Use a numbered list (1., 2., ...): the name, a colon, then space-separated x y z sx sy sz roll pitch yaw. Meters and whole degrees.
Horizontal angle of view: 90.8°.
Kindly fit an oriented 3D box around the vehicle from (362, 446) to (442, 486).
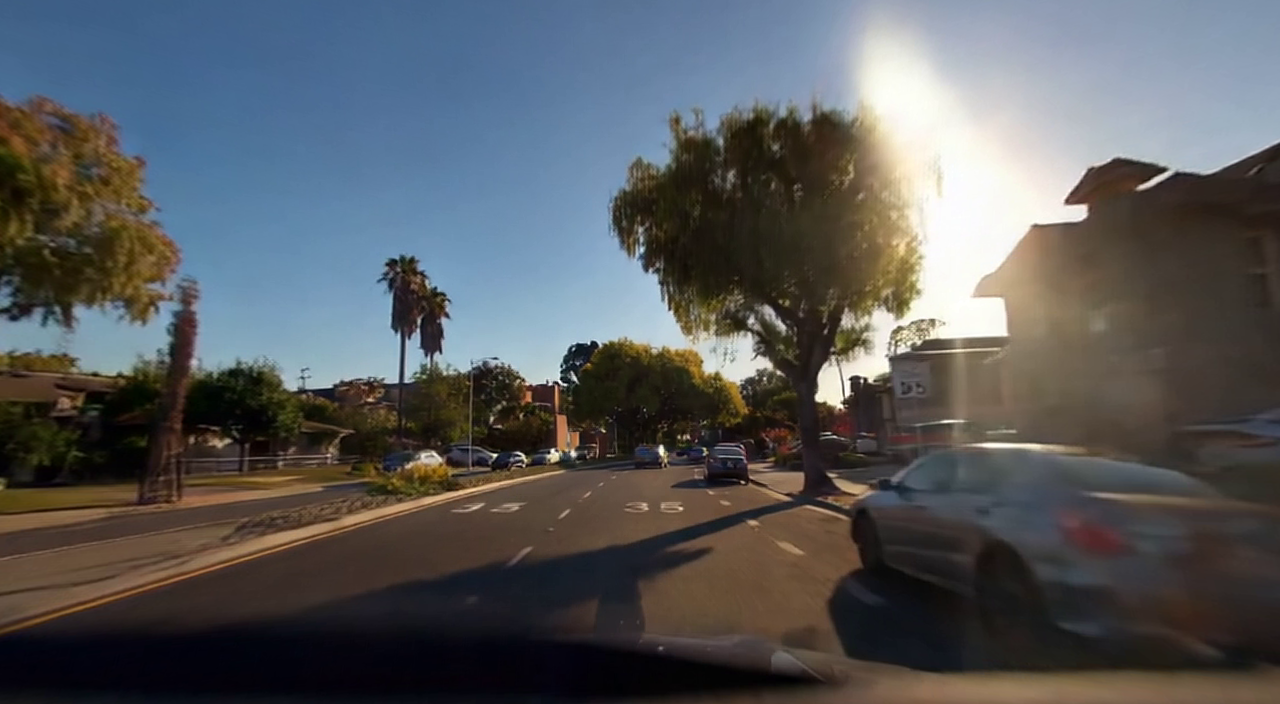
1. vehicle: -12.897 6.227 34.689 2.131 1.902 4.924 -3 -10 5

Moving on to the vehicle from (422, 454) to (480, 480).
1. vehicle: -12.162 7.415 40.996 1.866 1.501 4.681 -1 -9 7

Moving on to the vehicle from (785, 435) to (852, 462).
1. vehicle: 13.245 7.211 47.016 4.557 1.795 1.986 -5 -10 16

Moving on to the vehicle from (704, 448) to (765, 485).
1. vehicle: 3.900 4.800 26.805 2.037 1.425 4.621 0 -9 2

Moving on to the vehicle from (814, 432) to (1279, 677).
1. vehicle: 3.567 1.608 6.338 2.025 1.456 4.865 0 -9 -3

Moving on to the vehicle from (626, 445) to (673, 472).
1. vehicle: 0.624 6.212 36.920 2.035 1.474 4.284 -2 -9 10
